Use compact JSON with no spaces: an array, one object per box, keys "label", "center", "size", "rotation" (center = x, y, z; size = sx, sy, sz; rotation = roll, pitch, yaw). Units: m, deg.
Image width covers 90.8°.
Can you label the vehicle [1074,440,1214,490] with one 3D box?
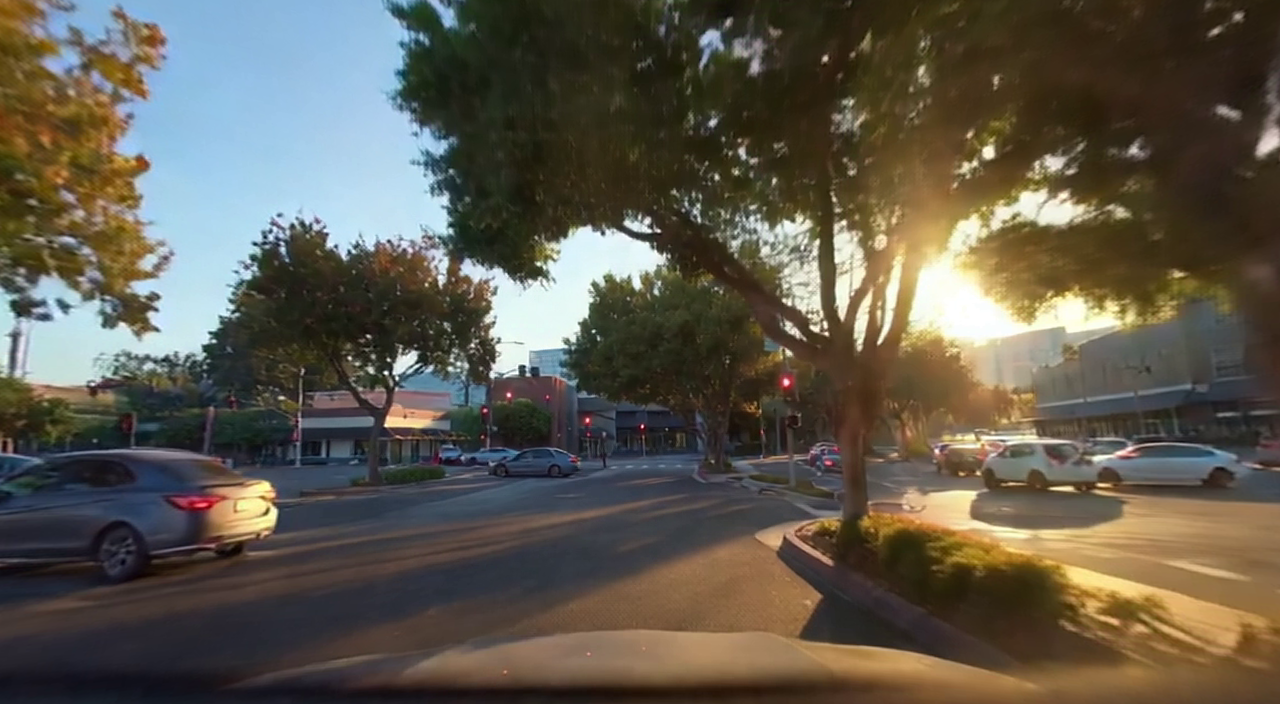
[{"label":"vehicle","center":[15.676,3.498,19.931],"size":[1.936,1.391,3.874],"rotation":[-2,-9,14]}]

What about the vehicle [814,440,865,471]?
[{"label":"vehicle","center":[10.621,5.501,33.964],"size":[2.061,1.519,4.794],"rotation":[-2,-8,11]}]

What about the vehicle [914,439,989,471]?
[{"label":"vehicle","center":[15.728,5.219,32.192],"size":[1.951,1.491,4.359],"rotation":[-1,-9,5]}]

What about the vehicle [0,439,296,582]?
[{"label":"vehicle","center":[-6.875,1.810,7.614],"size":[4.376,1.476,1.791],"rotation":[0,-9,2]}]

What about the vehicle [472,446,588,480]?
[{"label":"vehicle","center":[-5.054,5.120,29.314],"size":[4.792,1.468,2.116],"rotation":[-2,-9,13]}]

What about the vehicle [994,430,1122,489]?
[{"label":"vehicle","center":[13.281,3.427,20.447],"size":[1.921,1.657,4.400],"rotation":[-2,-9,13]}]
